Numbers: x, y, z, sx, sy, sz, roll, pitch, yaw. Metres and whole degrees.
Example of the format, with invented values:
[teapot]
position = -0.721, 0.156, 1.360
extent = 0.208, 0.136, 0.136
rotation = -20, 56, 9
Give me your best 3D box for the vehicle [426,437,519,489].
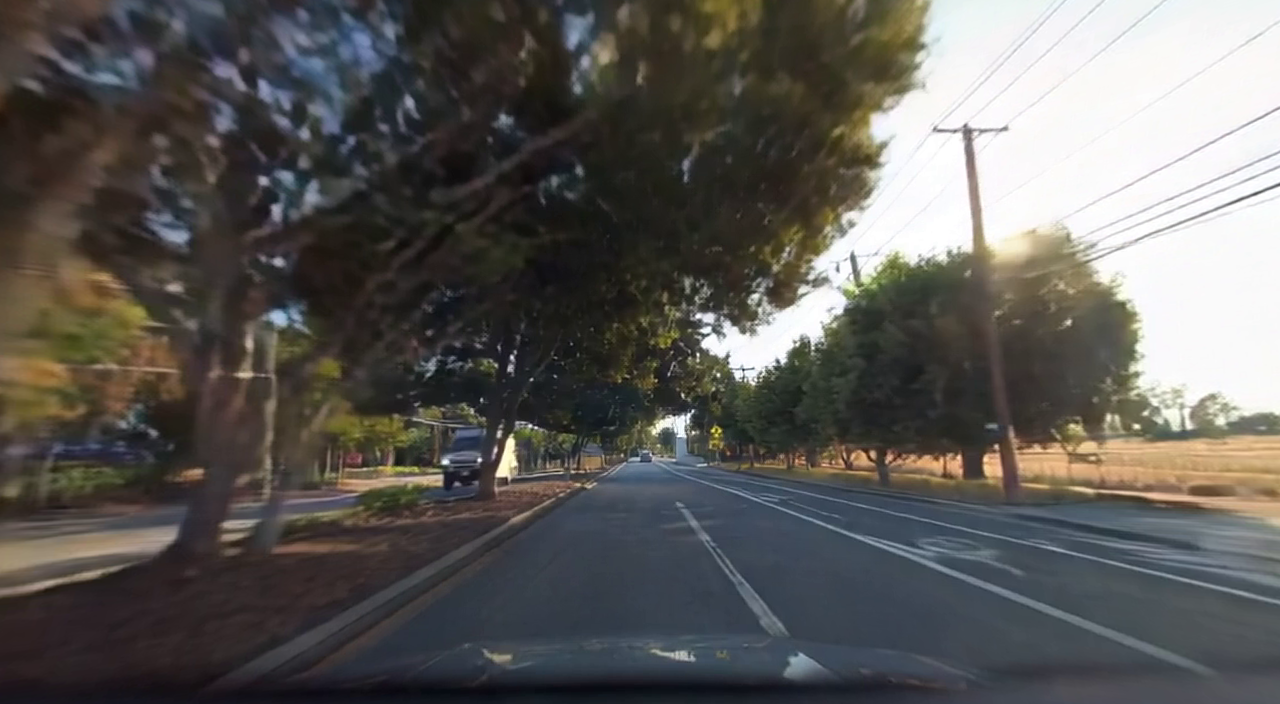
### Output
[vehicle]
position = -7.765, 5.201, 29.894
extent = 2.766, 2.122, 5.753
rotation = -2, -8, 1
